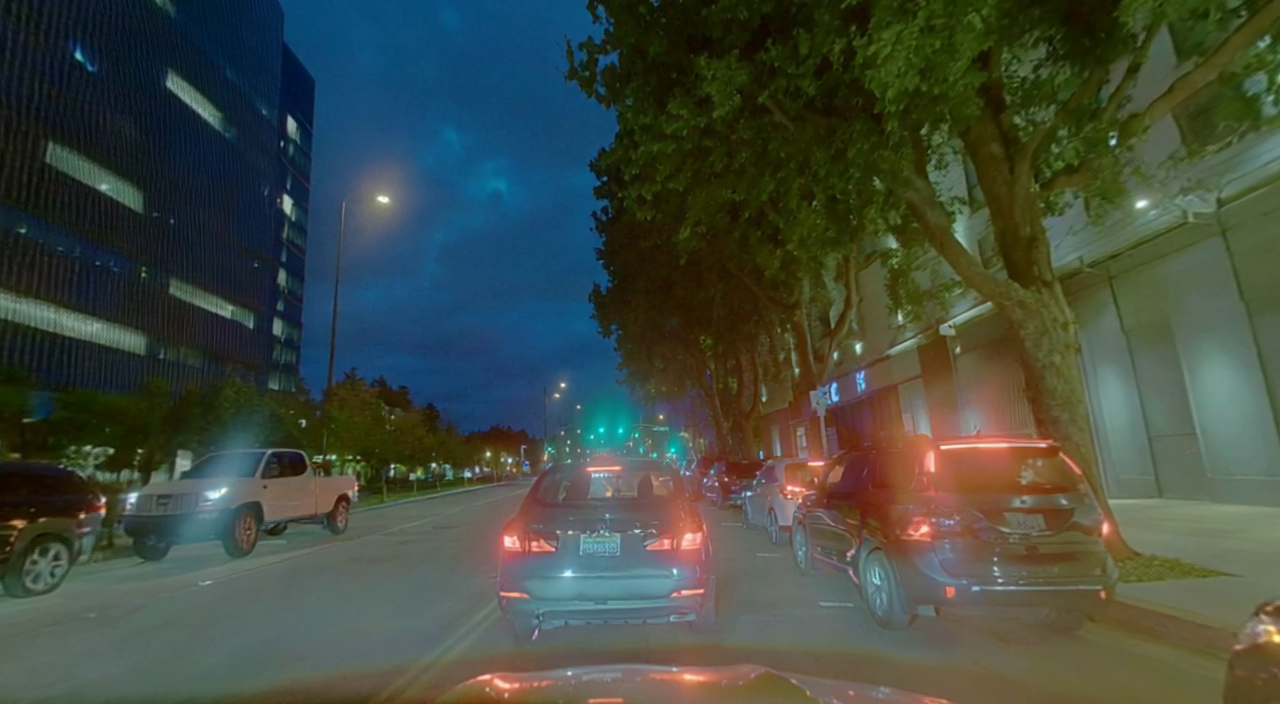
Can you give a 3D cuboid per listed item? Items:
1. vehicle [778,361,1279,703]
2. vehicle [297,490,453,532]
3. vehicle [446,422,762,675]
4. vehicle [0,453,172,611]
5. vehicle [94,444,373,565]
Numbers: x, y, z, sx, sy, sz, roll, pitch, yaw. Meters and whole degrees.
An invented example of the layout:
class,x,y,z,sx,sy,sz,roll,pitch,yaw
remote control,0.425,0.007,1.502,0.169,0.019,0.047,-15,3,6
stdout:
class,x,y,z,sx,sy,sz,roll,pitch,yaw
vehicle,2.710,1.417,5.703,1.868,1.920,4.501,1,-10,0
vehicle,-6.955,4.270,17.213,2.223,0.774,4.789,1,-10,0
vehicle,-0.208,1.595,5.942,2.018,1.583,3.646,1,-10,1
vehicle,-6.988,1.685,5.891,1.900,1.471,4.202,1,-10,0
vehicle,-6.829,2.583,11.360,1.994,1.701,4.520,0,-10,0
